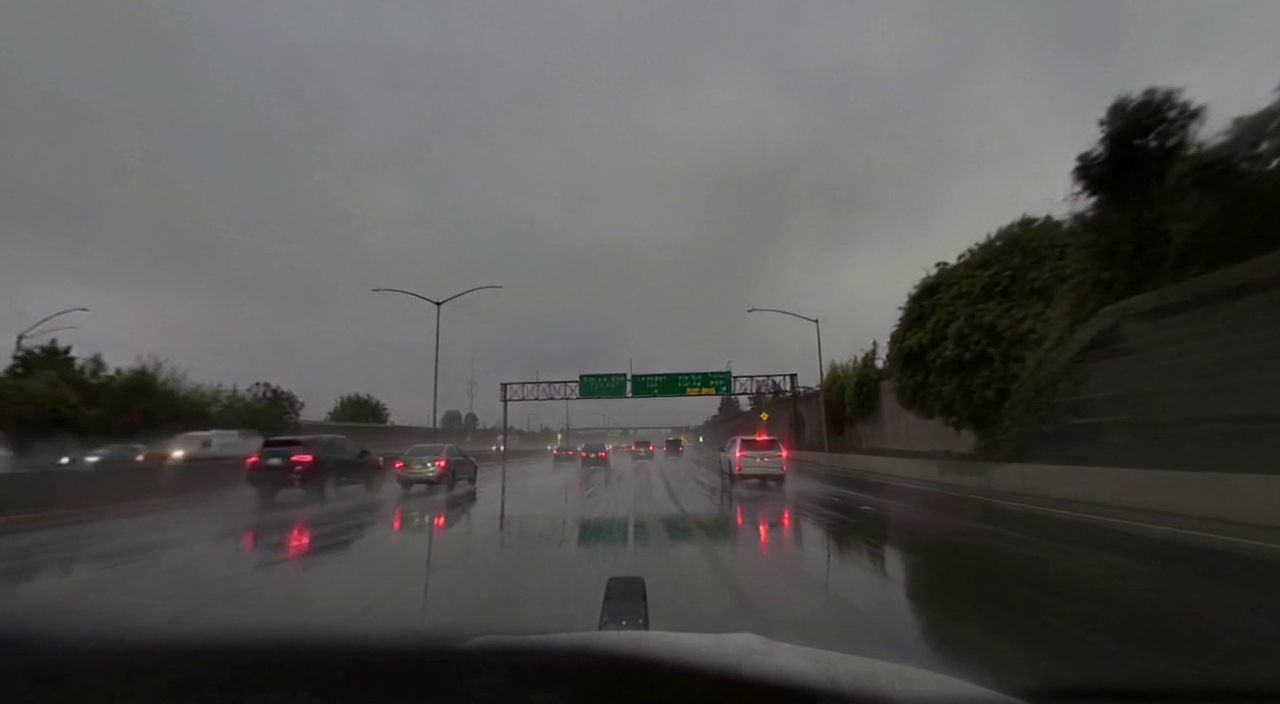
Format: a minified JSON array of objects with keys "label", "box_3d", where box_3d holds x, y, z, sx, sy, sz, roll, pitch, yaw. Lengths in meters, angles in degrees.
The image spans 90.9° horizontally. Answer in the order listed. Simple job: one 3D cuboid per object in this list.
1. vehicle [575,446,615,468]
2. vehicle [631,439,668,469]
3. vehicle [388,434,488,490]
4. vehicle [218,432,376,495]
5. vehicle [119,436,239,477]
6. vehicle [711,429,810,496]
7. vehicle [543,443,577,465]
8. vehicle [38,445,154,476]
[{"label":"vehicle","box_3d":[-2.927,6.958,41.993,2.205,1.406,4.286,0,-8,2]},{"label":"vehicle","box_3d":[0.585,6.187,38.439,2.133,1.739,3.925,0,-8,1]},{"label":"vehicle","box_3d":[-6.637,3.641,21.181,1.946,1.688,4.019,0,-8,1]},{"label":"vehicle","box_3d":[-11.203,3.667,21.227,2.292,1.848,5.285,0,-8,0]},{"label":"vehicle","box_3d":[-22.327,5.060,30.864,2.065,1.793,5.041,0,-8,0]},{"label":"vehicle","box_3d":[3.575,3.378,19.666,2.083,1.823,4.627,0,-8,-1]},{"label":"vehicle","box_3d":[-6.032,7.784,48.235,1.992,1.604,3.966,0,-8,1]},{"label":"vehicle","box_3d":[-29.769,5.914,34.750,2.100,1.589,4.861,0,-8,-1]}]
